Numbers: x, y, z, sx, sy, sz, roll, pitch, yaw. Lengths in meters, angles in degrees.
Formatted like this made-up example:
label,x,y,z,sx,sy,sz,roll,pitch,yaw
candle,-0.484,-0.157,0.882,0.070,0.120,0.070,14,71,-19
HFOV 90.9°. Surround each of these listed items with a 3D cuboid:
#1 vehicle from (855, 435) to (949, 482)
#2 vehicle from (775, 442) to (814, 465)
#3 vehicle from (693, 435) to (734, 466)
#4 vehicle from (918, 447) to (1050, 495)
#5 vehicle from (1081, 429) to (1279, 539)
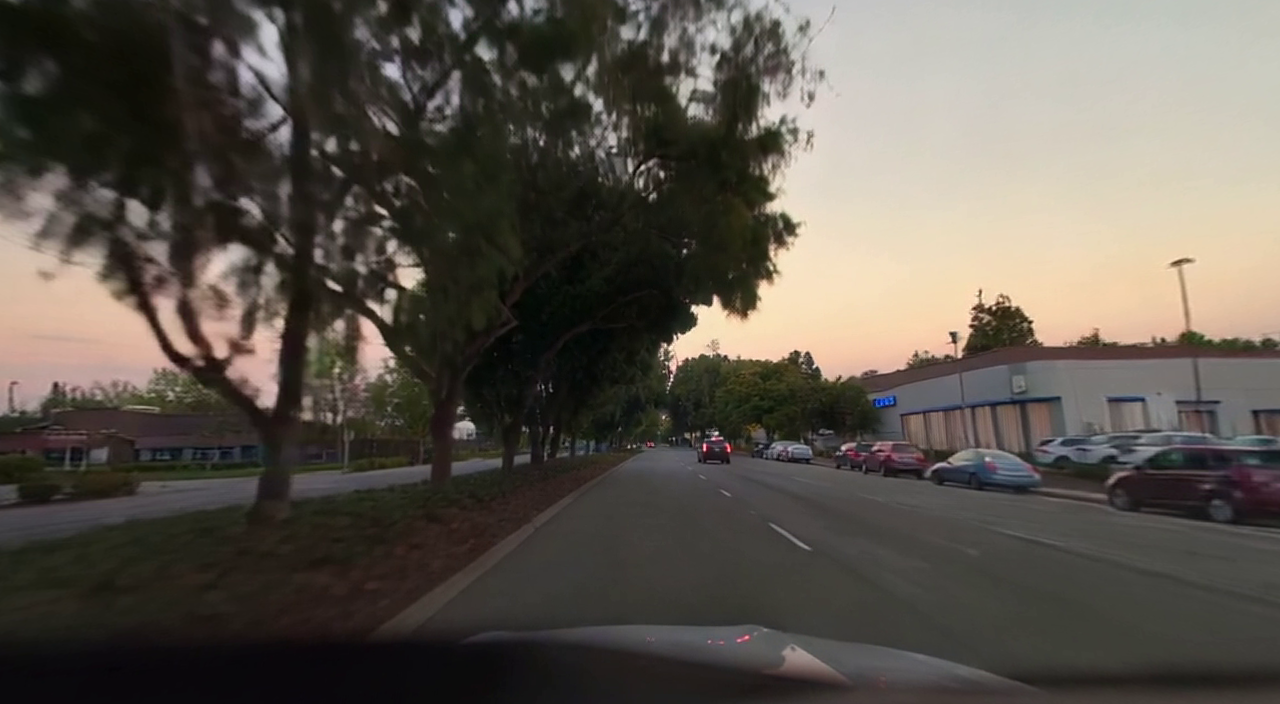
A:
label,x,y,z,sx,sy,sz,roll,pitch,yaw
vehicle,10.915,4.467,26.699,1.959,1.751,4.961,0,-9,2
vehicle,11.465,7.546,47.067,1.919,1.645,4.254,0,-9,1
vehicle,4.736,6.427,41.234,2.183,1.845,4.482,0,-9,0
vehicle,10.809,3.747,20.228,1.824,1.364,4.238,0,-9,0
vehicle,10.665,2.327,11.727,1.958,1.654,4.258,0,-9,3
